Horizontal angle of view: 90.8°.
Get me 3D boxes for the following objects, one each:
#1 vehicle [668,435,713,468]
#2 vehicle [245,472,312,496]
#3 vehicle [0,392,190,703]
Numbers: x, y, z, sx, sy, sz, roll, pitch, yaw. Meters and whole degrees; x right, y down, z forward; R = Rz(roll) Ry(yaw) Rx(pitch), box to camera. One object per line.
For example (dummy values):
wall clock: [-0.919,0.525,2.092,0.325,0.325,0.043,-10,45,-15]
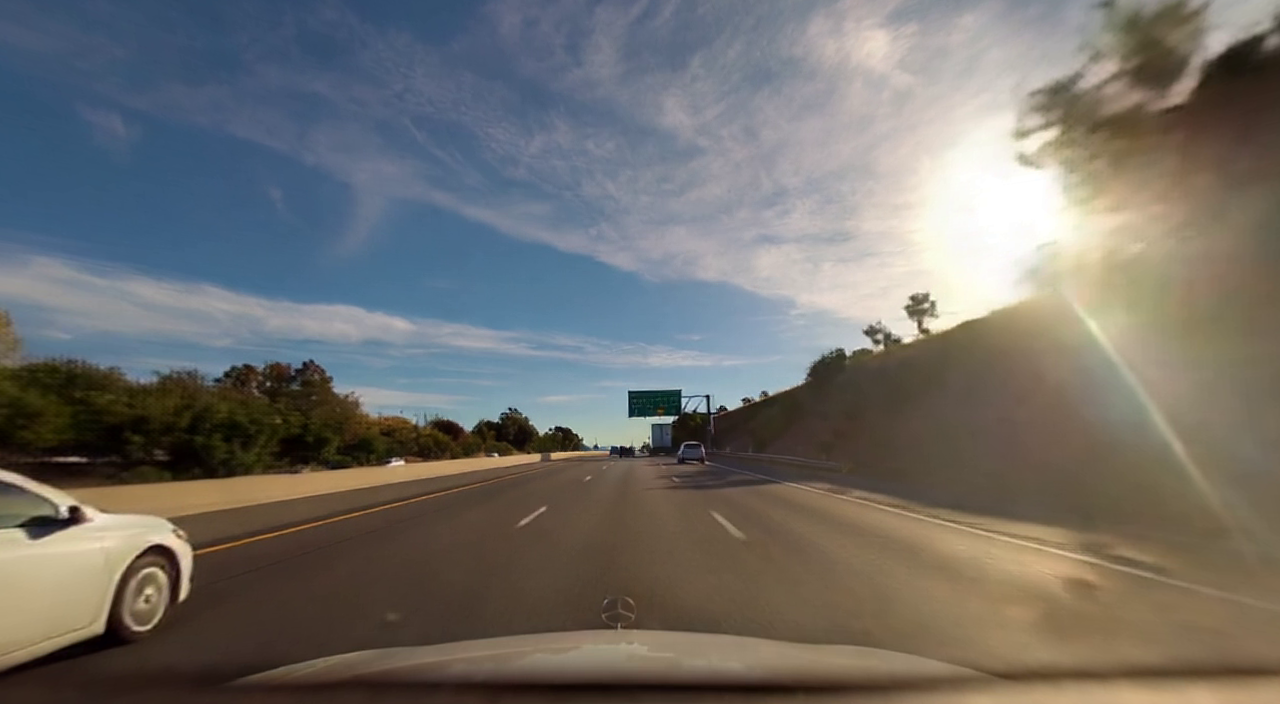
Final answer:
vehicle: [2.774,5.641,35.967,2.065,1.760,4.488,0,-8,-1]
vehicle: [-27.565,10.071,48.411,2.104,1.431,4.891,0,-8,2]
vehicle: [-4.228,0.857,2.140,1.903,1.607,4.770,0,-8,0]
